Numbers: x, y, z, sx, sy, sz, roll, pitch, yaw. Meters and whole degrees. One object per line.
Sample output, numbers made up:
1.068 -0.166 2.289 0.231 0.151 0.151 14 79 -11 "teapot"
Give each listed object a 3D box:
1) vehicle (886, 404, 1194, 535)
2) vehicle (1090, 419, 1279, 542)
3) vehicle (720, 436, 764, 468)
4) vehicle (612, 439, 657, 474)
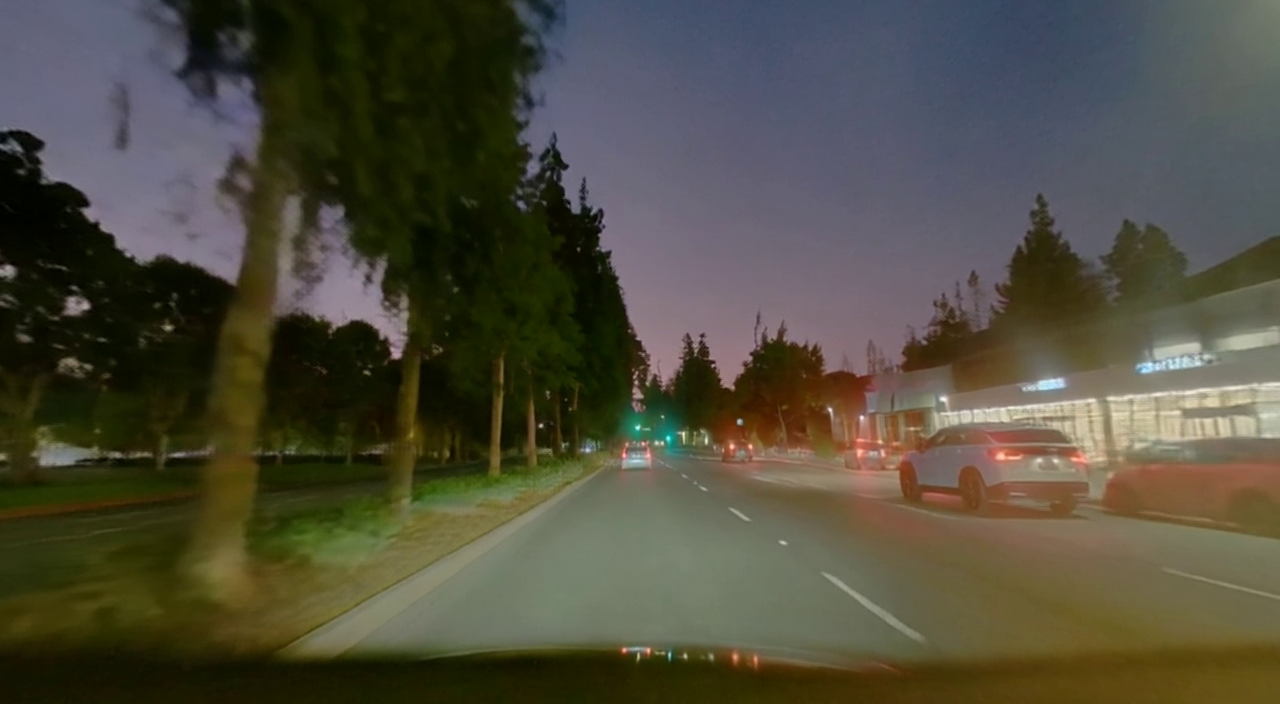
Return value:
7.073 2.172 12.304 2.240 1.923 5.678 0 -8 -1 "vehicle"
10.315 2.042 10.353 1.988 1.783 5.324 0 -9 1 "vehicle"
6.216 6.123 38.945 1.955 1.845 4.538 0 -8 0 "vehicle"
-0.266 4.993 30.507 2.037 1.568 3.693 0 -8 0 "vehicle"
